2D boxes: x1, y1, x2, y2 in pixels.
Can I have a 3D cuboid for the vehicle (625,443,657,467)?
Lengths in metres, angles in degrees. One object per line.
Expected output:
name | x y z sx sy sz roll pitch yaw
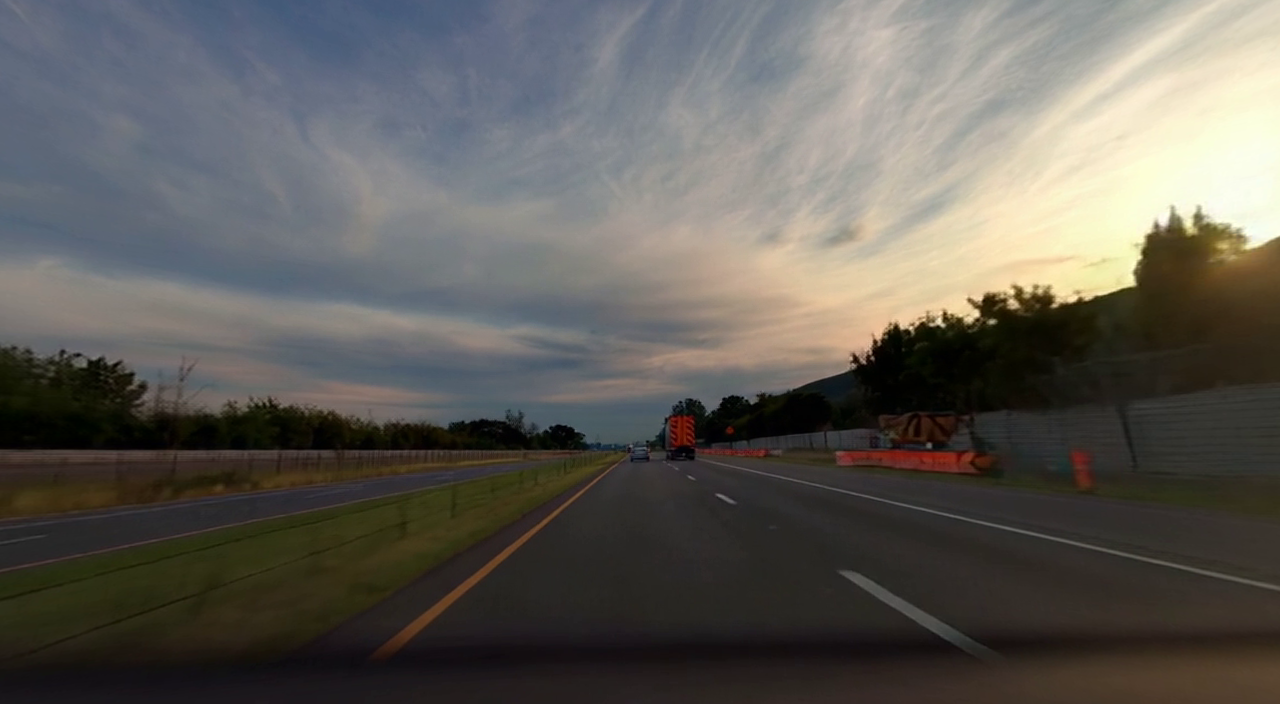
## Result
vehicle | 0.029 7.004 42.994 2.065 1.573 3.734 0 -9 -1
